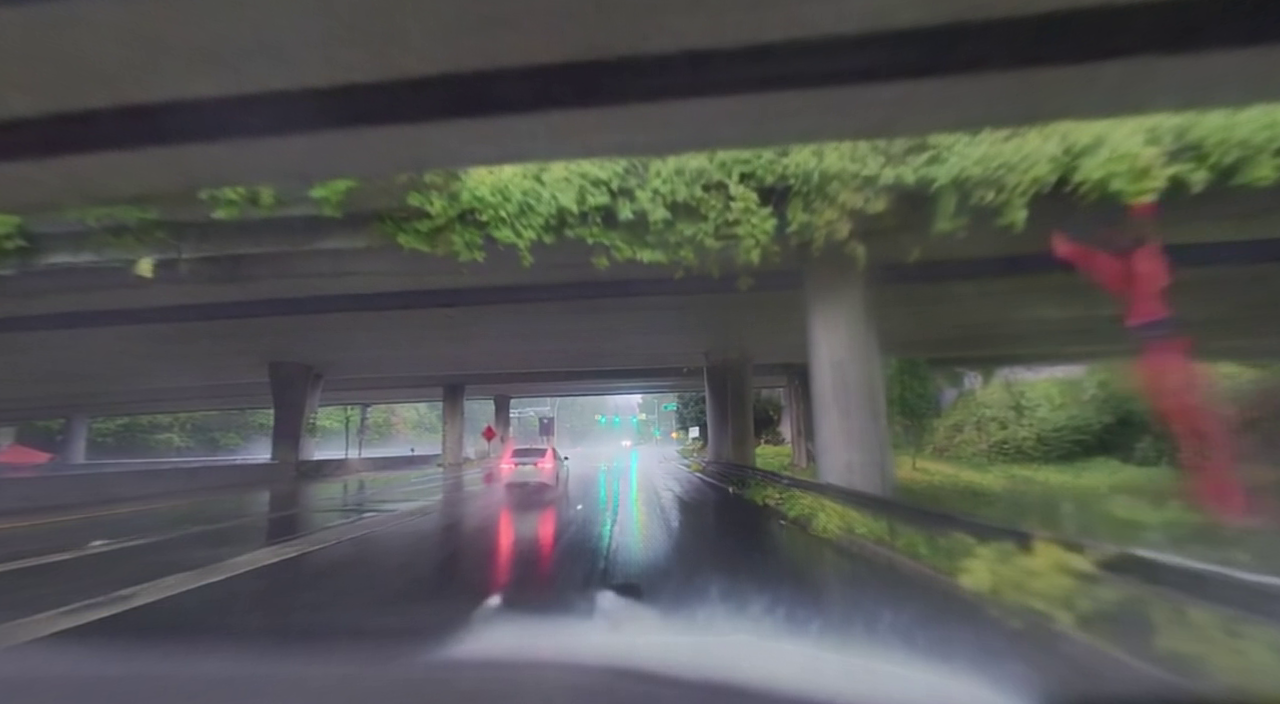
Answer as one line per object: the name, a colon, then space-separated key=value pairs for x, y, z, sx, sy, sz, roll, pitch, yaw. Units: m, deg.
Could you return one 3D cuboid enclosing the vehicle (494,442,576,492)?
vehicle: x=-3.390 y=3.806 z=21.225 sx=1.963 sy=1.460 sz=4.614 roll=0 pitch=-9 yaw=0
